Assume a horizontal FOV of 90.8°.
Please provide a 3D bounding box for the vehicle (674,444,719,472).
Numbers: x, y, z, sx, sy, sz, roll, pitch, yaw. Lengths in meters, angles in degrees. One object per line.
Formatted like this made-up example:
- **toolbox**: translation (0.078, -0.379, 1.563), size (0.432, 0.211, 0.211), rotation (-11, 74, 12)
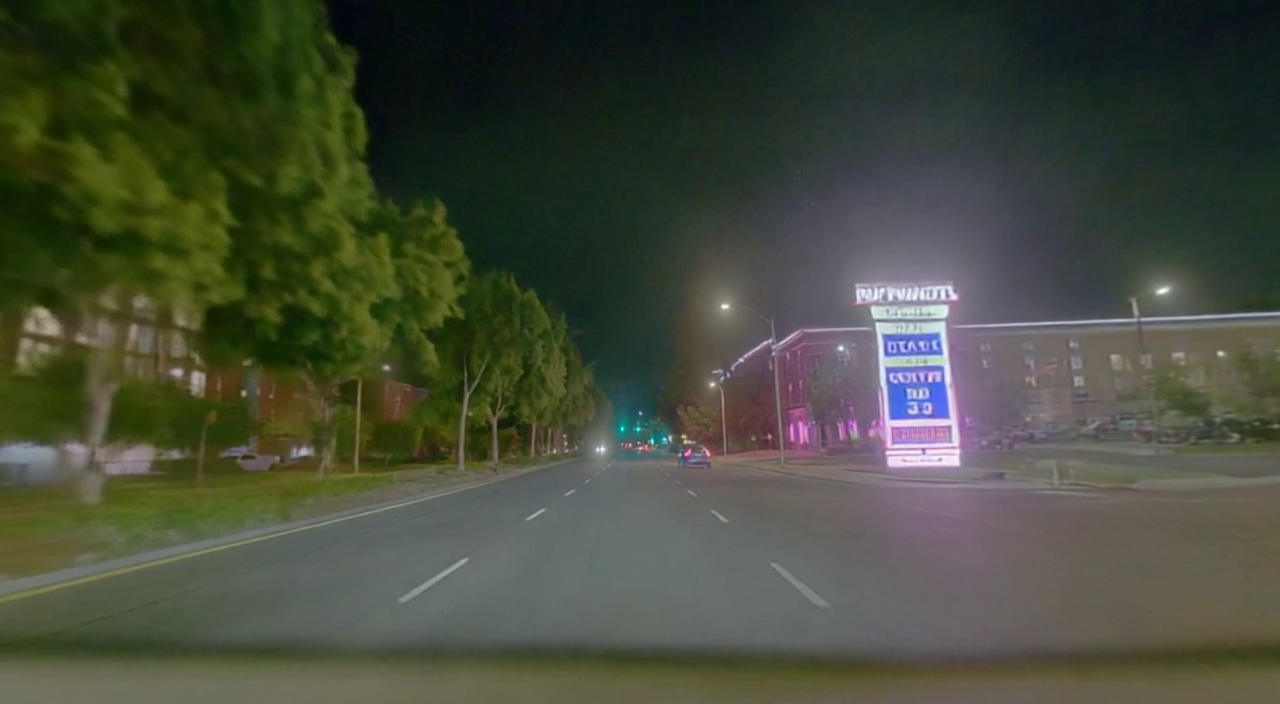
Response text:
- **vehicle**: translation (3.189, 6.119, 36.662), size (2.033, 1.482, 4.571), rotation (0, -8, -2)

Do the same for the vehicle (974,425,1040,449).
- **vehicle**: translation (27.571, 6.362, 47.641), size (2.037, 1.633, 4.447), rotation (1, -6, -6)

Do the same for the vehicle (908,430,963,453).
- **vehicle**: translation (21.775, 6.646, 46.739), size (1.911, 1.604, 4.411), rotation (-1, -8, -1)
